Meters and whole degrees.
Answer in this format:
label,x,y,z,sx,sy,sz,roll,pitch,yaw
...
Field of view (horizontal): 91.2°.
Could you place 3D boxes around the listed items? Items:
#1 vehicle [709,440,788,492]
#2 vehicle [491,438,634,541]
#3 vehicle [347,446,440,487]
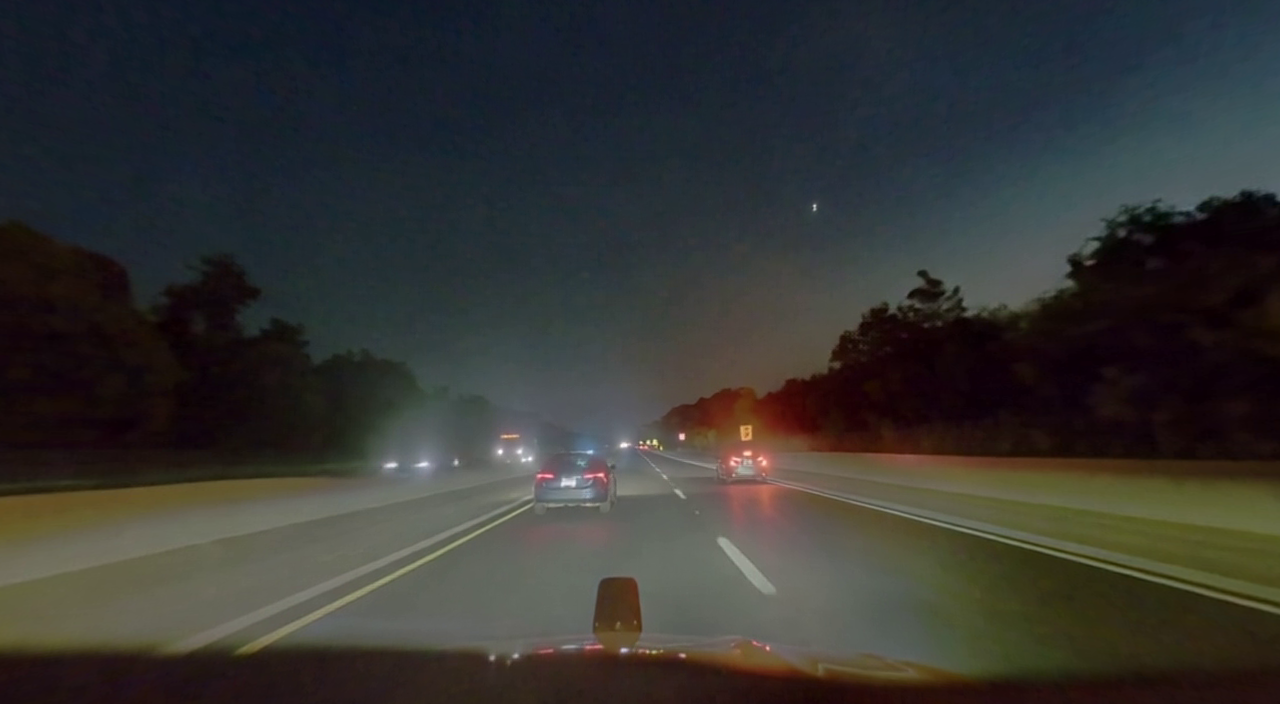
label,x,y,z,sx,sy,sz,roll,pitch,yaw
vehicle,3.501,3.749,20.932,1.910,1.554,3.718,0,-9,-1
vehicle,-1.153,2.347,11.327,2.013,1.479,4.169,0,-9,1
vehicle,-9.846,4.593,25.486,1.903,1.510,4.561,0,-9,0
